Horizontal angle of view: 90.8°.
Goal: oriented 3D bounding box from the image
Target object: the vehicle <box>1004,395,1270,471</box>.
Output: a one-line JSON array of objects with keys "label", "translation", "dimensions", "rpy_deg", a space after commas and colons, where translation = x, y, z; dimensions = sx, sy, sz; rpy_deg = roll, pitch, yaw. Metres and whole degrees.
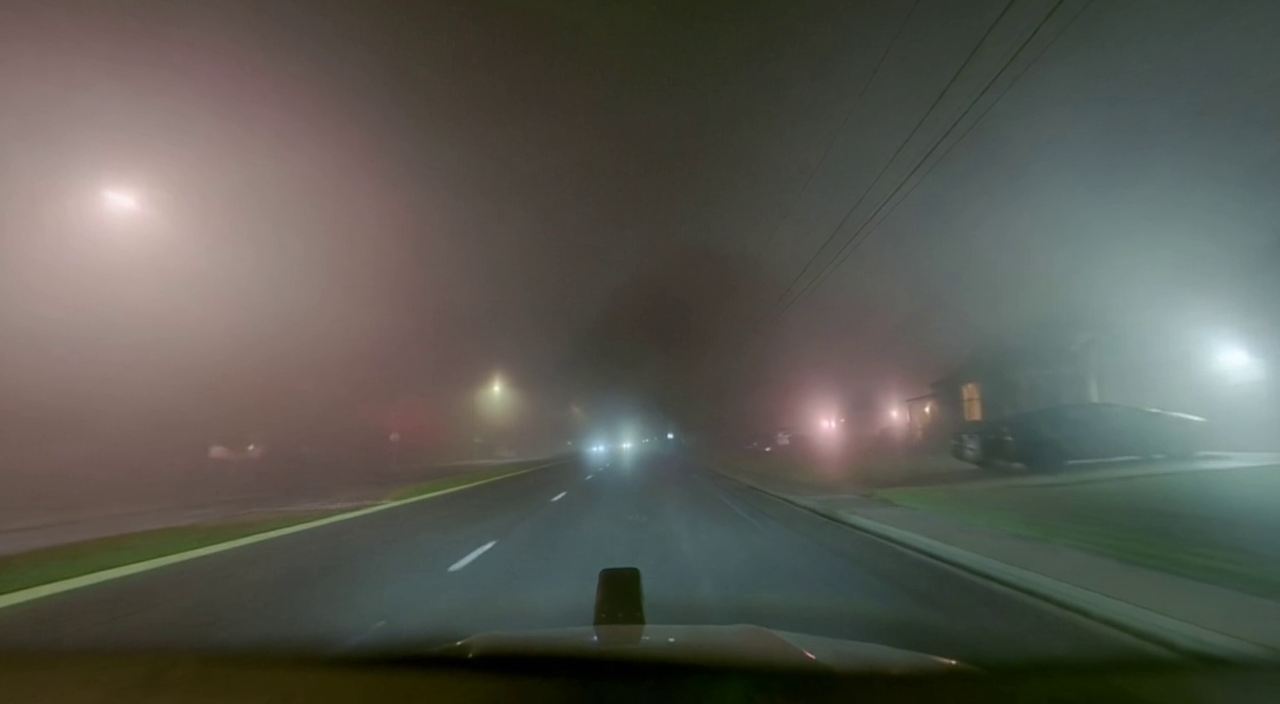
[{"label": "vehicle", "translation": [11.707, 1.970, 15.210], "dimensions": [4.545, 1.680, 2.001], "rpy_deg": [-1, -8, 4]}]

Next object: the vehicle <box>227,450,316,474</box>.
[{"label": "vehicle", "translation": [-24.088, 7.189, 41.442], "dimensions": [4.595, 1.491, 1.902], "rpy_deg": [0, -8, -1]}]

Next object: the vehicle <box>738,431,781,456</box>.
[{"label": "vehicle", "translation": [9.109, 7.032, 48.600], "dimensions": [1.971, 1.641, 5.191], "rpy_deg": [-4, -8, -3]}]
